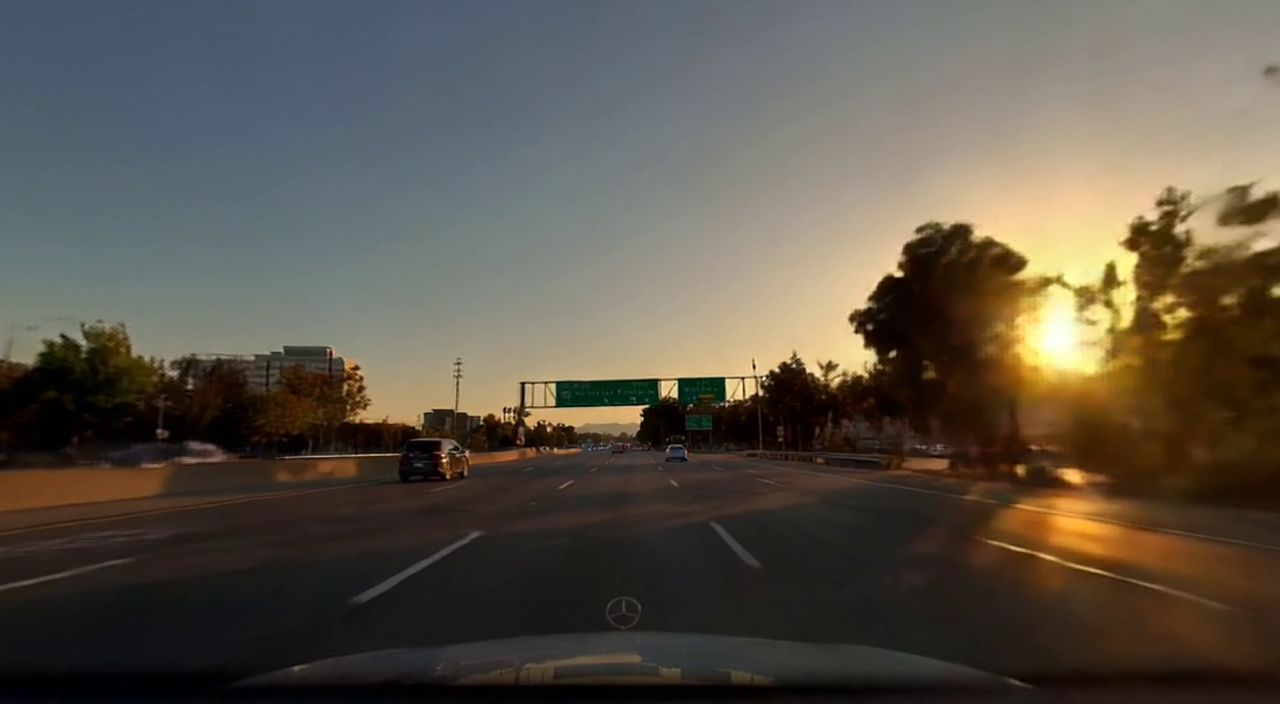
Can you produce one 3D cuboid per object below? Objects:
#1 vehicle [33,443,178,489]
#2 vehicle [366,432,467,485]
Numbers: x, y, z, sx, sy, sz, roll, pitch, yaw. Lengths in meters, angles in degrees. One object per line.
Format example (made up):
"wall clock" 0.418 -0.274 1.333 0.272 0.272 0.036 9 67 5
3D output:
"vehicle" -21.945 4.645 26.245 1.982 1.661 4.636 0 -8 0
"vehicle" -8.040 3.869 23.219 2.089 1.724 4.327 0 -9 0
